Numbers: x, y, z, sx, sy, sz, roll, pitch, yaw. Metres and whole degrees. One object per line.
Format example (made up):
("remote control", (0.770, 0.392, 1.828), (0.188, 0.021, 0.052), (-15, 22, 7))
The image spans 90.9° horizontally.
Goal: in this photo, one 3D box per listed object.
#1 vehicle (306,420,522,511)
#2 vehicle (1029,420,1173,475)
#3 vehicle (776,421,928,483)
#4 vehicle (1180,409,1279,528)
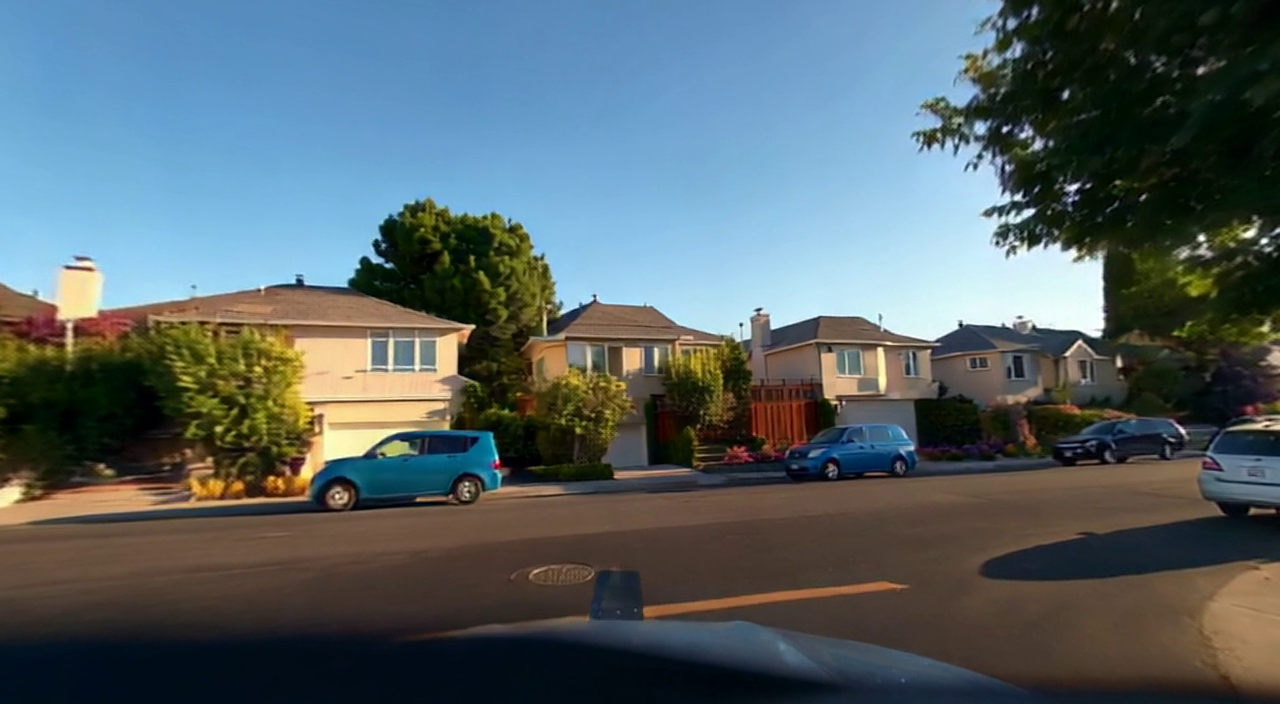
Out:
("vehicle", (-4.505, 2.184, 12.604), (3.746, 1.518, 1.845), (5, -6, -27))
("vehicle", (14.599, 2.950, 19.958), (3.785, 1.488, 1.828), (1, -6, -22))
("vehicle", (5.691, 2.650, 16.991), (3.513, 1.507, 1.798), (3, -7, -20))
("vehicle", (10.109, 1.579, 8.820), (4.226, 1.507, 2.008), (3, -8, -22))
